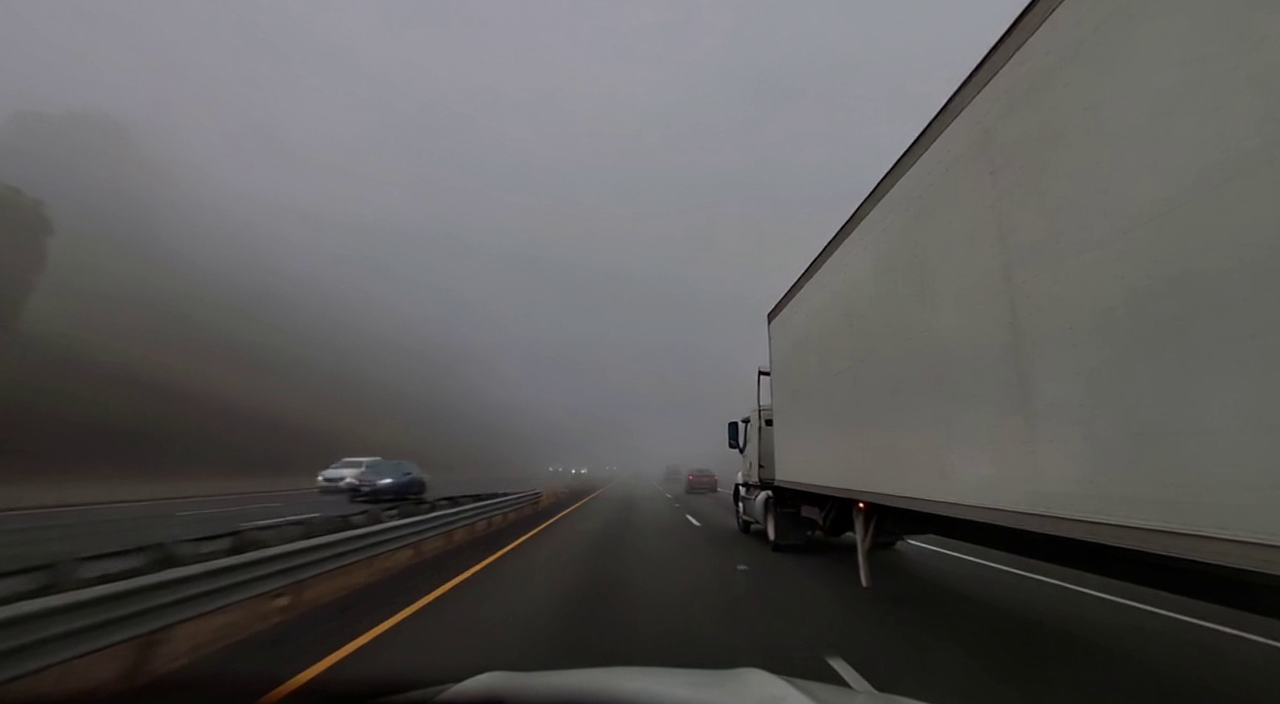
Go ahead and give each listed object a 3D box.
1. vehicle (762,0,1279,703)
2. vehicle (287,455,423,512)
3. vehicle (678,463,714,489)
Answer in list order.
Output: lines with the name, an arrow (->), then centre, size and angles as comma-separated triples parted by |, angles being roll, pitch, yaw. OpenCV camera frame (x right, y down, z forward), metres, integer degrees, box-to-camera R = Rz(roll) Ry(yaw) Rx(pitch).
vehicle -> 3.653, 0.096, 3.997 | 2.863, 4.088, 14.040 | 1, -10, 0
vehicle -> -9.200, 4.290, 20.869 | 2.342, 1.619, 4.480 | 1, -10, 0
vehicle -> 3.906, 8.752, 44.580 | 2.018, 1.674, 4.029 | 1, -10, -2
